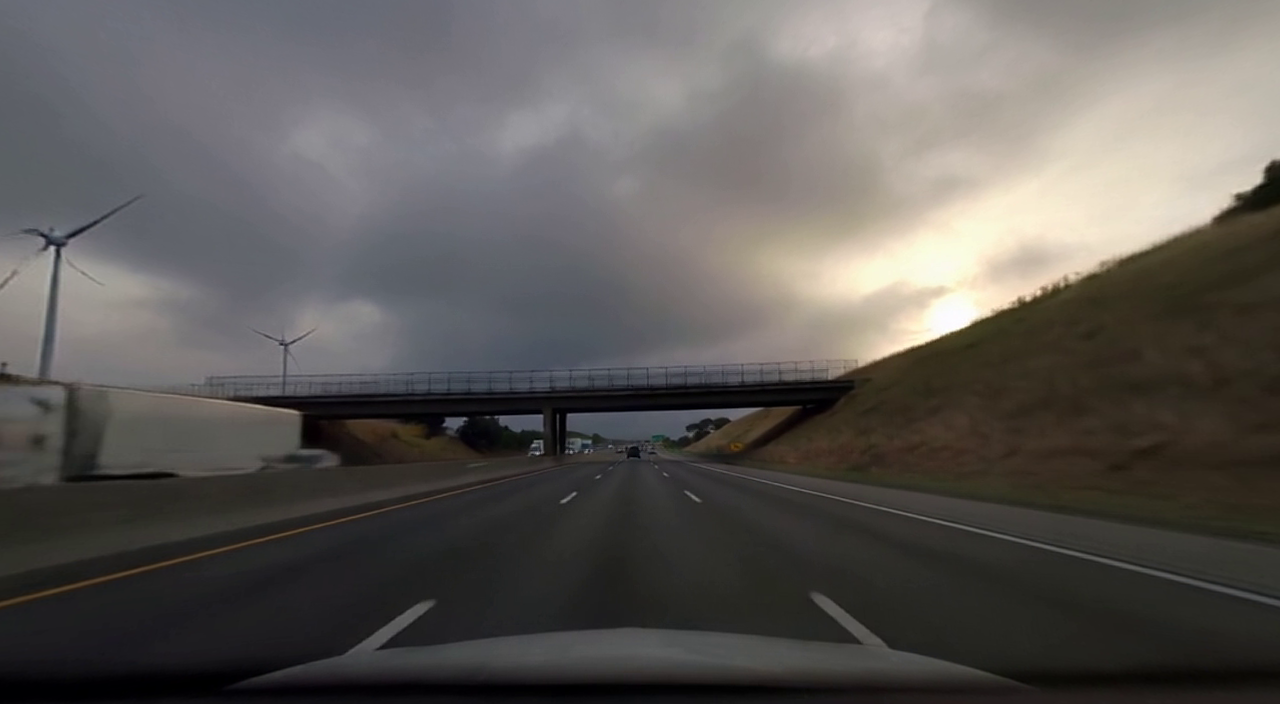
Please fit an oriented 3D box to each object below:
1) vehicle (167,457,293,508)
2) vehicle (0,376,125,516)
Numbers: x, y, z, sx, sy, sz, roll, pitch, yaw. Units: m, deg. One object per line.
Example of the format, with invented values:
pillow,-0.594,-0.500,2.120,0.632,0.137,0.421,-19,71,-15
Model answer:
vehicle,-12.375,3.924,19.305,1.561,1.329,3.391,0,-9,-1
vehicle,-19.369,2.800,18.644,2.977,3.872,6.035,0,-9,-1
